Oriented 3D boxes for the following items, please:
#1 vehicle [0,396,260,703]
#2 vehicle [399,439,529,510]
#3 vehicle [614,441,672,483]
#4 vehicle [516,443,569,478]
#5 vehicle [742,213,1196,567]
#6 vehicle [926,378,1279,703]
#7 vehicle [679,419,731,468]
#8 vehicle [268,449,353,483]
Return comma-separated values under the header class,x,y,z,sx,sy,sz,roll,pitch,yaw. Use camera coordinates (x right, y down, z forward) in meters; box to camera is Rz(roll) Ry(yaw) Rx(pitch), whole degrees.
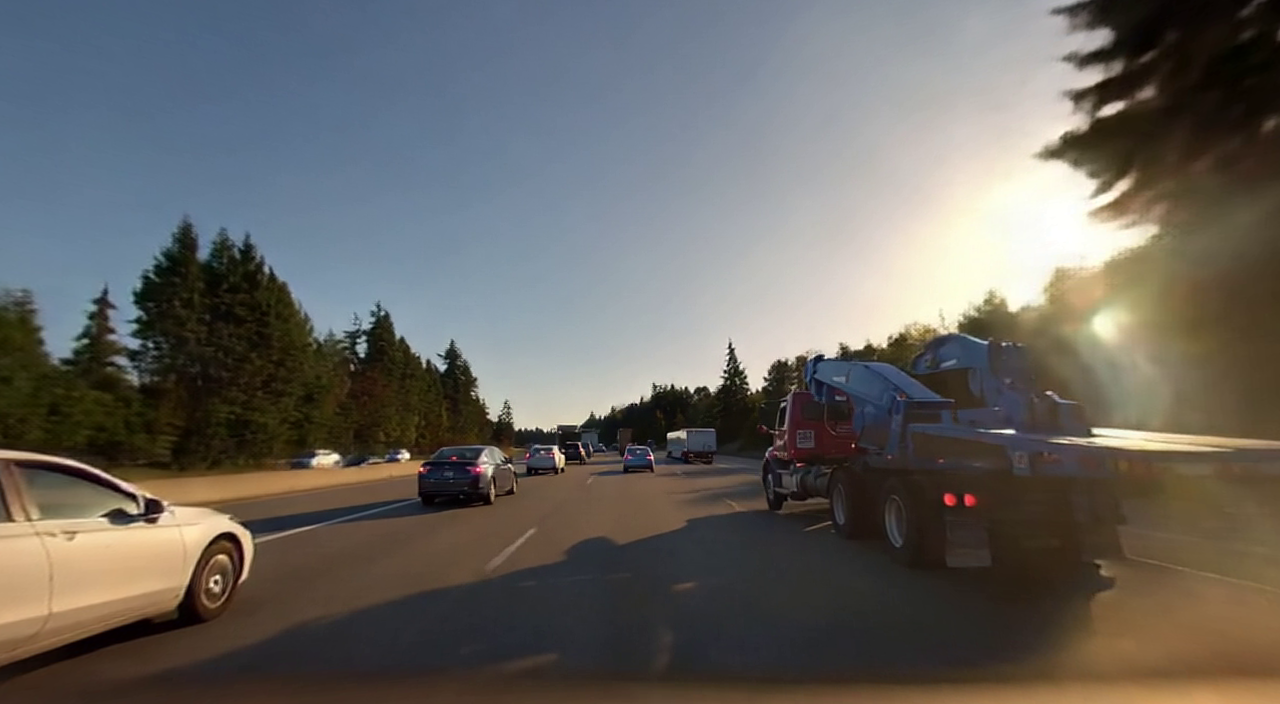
class,x,y,z,sx,sy,sz,roll,pitch,yaw
vehicle,-4.173,1.009,3.105,1.978,1.556,4.119,0,-9,0
vehicle,-4.233,3.008,15.934,1.880,1.507,4.757,0,-9,1
vehicle,0.078,4.385,25.229,2.150,1.498,3.988,0,-9,-1
vehicle,-4.570,5.150,30.006,1.858,1.527,3.974,0,-9,0
vehicle,3.943,0.958,10.581,2.975,3.618,8.456,0,-9,0
vehicle,4.054,0.981,3.032,2.599,1.631,5.693,0,-9,-1
vehicle,4.010,5.898,40.108,2.416,2.829,7.016,0,-9,-2
vehicle,-16.483,5.674,31.601,1.932,1.563,4.305,0,-9,0
